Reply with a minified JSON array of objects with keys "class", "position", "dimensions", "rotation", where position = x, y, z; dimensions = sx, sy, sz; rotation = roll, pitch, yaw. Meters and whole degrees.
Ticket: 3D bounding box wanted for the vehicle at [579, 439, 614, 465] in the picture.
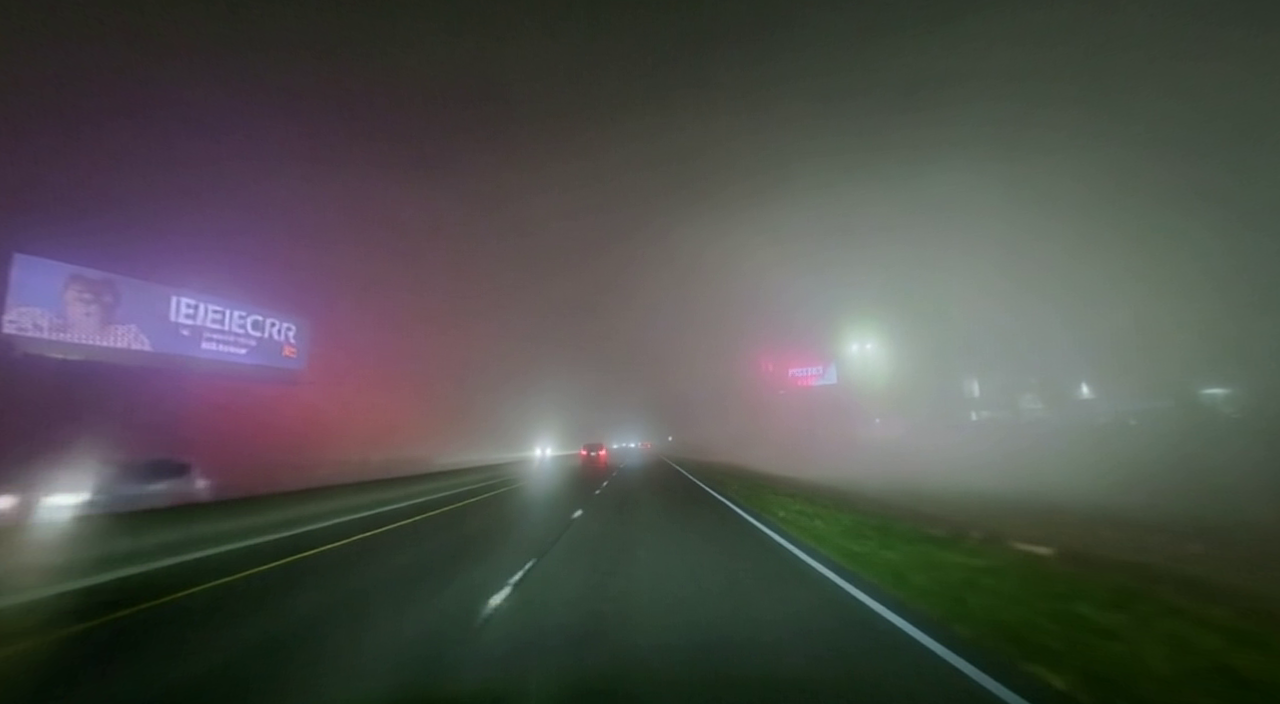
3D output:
[{"class":"vehicle","position":[-3.263,7.623,48.212],"dimensions":[2.159,1.793,5.027],"rotation":[-1,-8,1]}]
